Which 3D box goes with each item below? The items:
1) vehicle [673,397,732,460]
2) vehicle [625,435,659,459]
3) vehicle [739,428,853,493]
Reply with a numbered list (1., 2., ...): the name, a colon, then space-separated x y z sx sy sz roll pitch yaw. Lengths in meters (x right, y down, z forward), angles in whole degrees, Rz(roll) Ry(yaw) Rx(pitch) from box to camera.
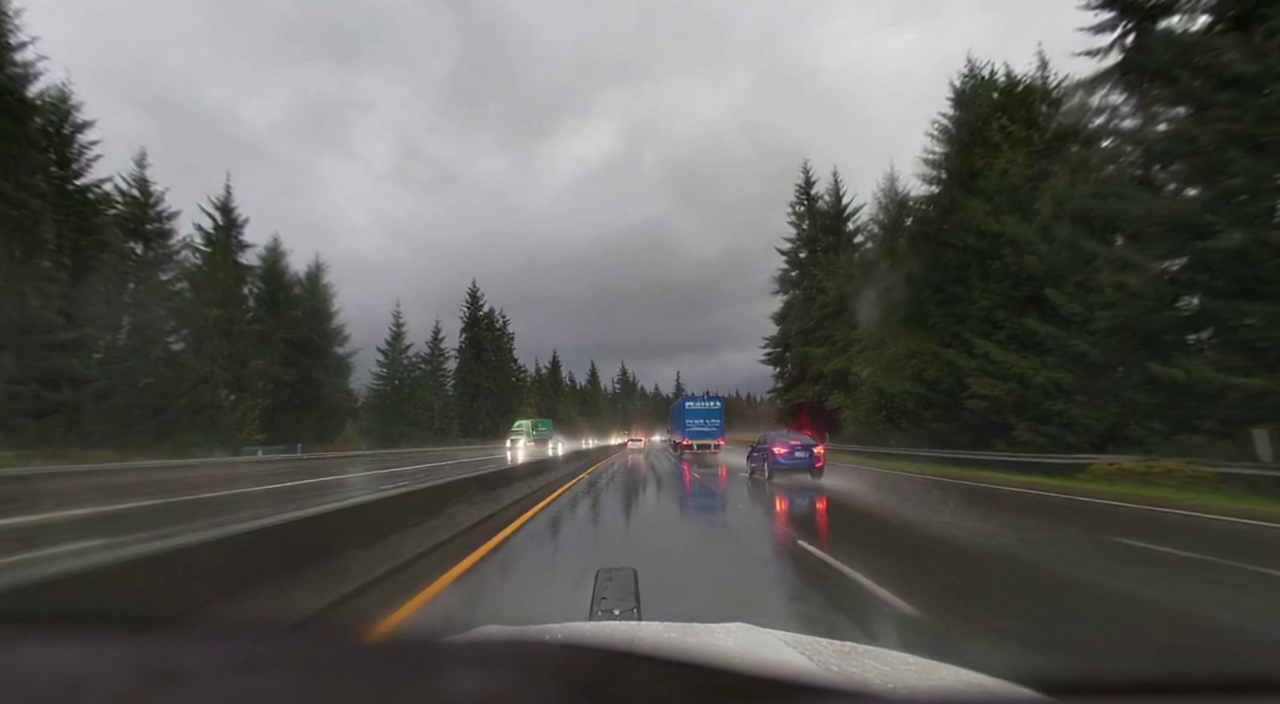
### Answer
1. vehicle: 4.417 5.910 47.915 3.171 4.072 13.784 0 -8 0
2. vehicle: 0.148 6.393 42.610 2.209 1.499 4.144 0 -8 0
3. vehicle: 4.218 2.980 17.794 2.028 1.573 4.207 0 -8 -2
